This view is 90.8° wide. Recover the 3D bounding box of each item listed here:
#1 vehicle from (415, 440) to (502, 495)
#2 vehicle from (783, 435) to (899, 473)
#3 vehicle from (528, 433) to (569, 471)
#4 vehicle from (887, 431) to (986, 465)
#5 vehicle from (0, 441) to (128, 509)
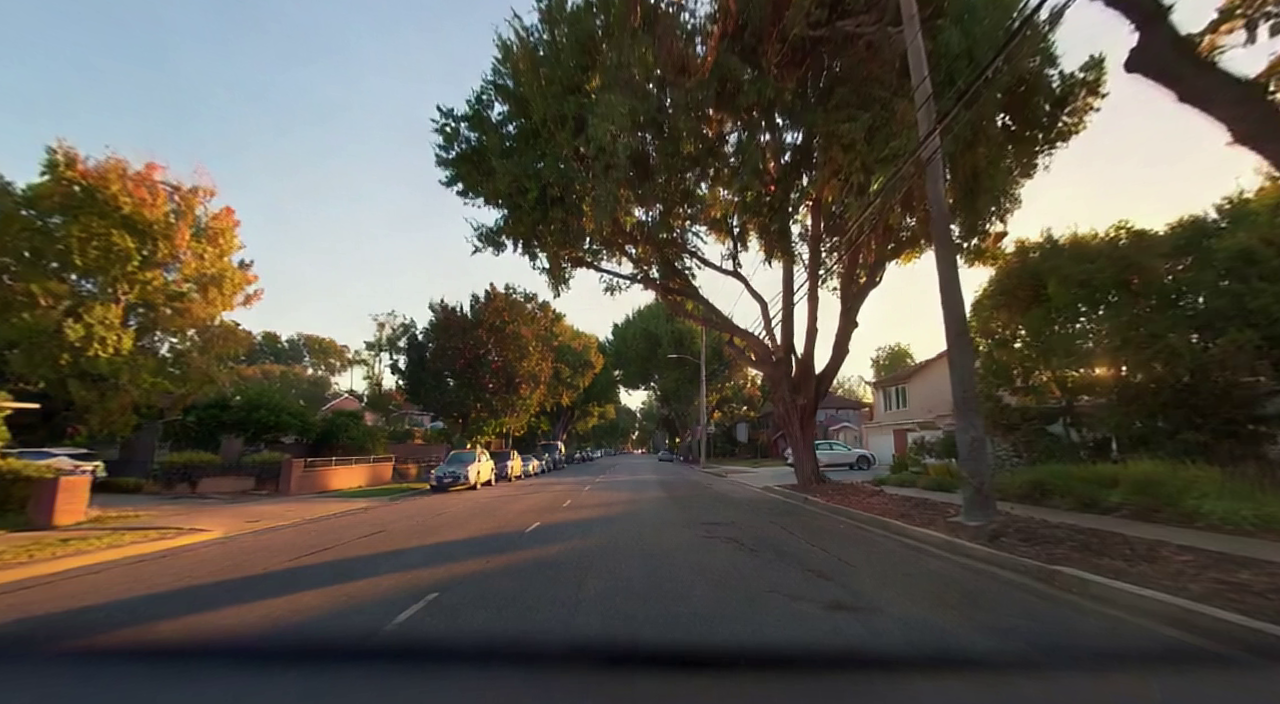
[{"bbox_3d":[-6.756,4.354,24.022,1.922,1.801,4.516,-2,-9,1],"label":"vehicle"},{"bbox_3d":[9.762,4.985,30.973,4.979,1.769,1.943,0,-9,-1],"label":"vehicle"},{"bbox_3d":[-7.118,7.936,49.934,2.439,2.724,5.647,-1,-10,0],"label":"vehicle"},{"bbox_3d":[18.986,6.159,40.562,5.215,1.910,2.031,-1,-11,-3],"label":"vehicle"},{"bbox_3d":[-17.628,3.597,19.050,1.978,1.744,5.108,4,-9,-24],"label":"vehicle"}]
